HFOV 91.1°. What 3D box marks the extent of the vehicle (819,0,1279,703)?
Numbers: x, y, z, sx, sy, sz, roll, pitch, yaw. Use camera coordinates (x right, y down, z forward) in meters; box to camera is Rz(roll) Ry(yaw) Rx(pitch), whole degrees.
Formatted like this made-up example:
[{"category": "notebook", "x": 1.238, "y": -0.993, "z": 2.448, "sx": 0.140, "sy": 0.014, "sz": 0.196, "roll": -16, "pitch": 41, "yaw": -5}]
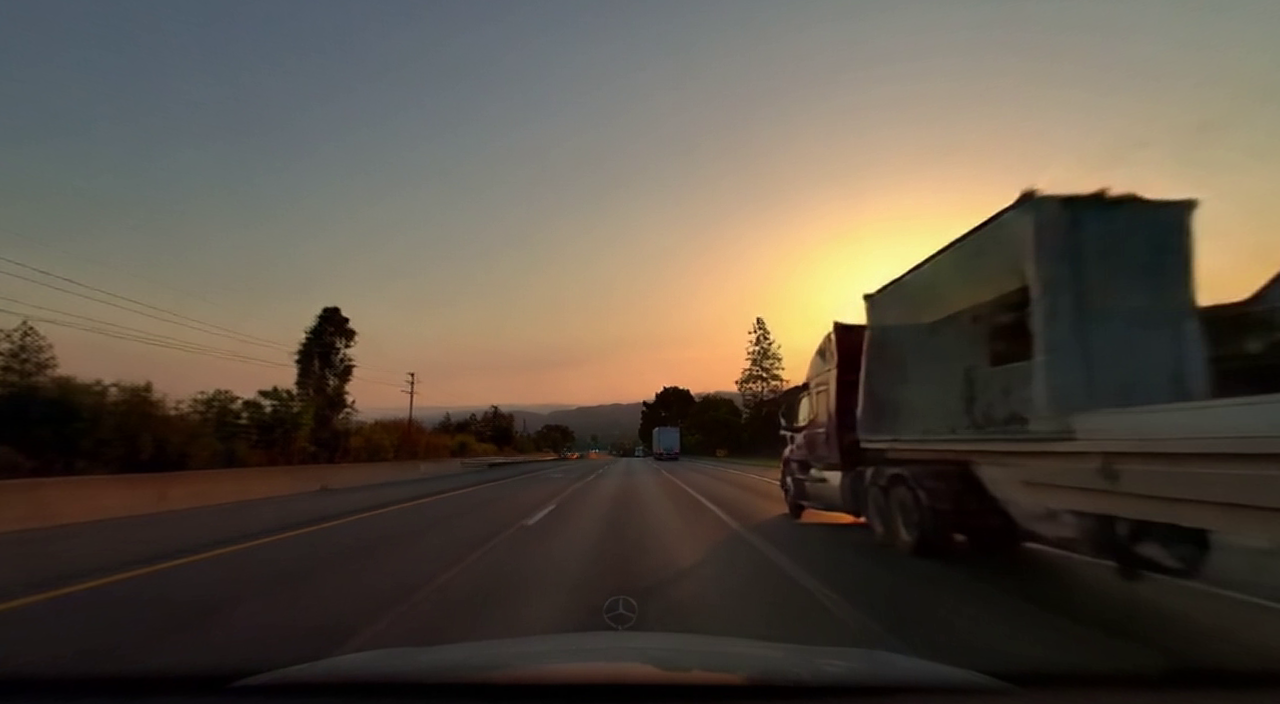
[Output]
[{"category": "vehicle", "x": 4.083, "y": -0.400, "z": 2.008, "sx": 3.037, "sy": 3.999, "sz": 13.133, "roll": 0, "pitch": -9, "yaw": 0}]
